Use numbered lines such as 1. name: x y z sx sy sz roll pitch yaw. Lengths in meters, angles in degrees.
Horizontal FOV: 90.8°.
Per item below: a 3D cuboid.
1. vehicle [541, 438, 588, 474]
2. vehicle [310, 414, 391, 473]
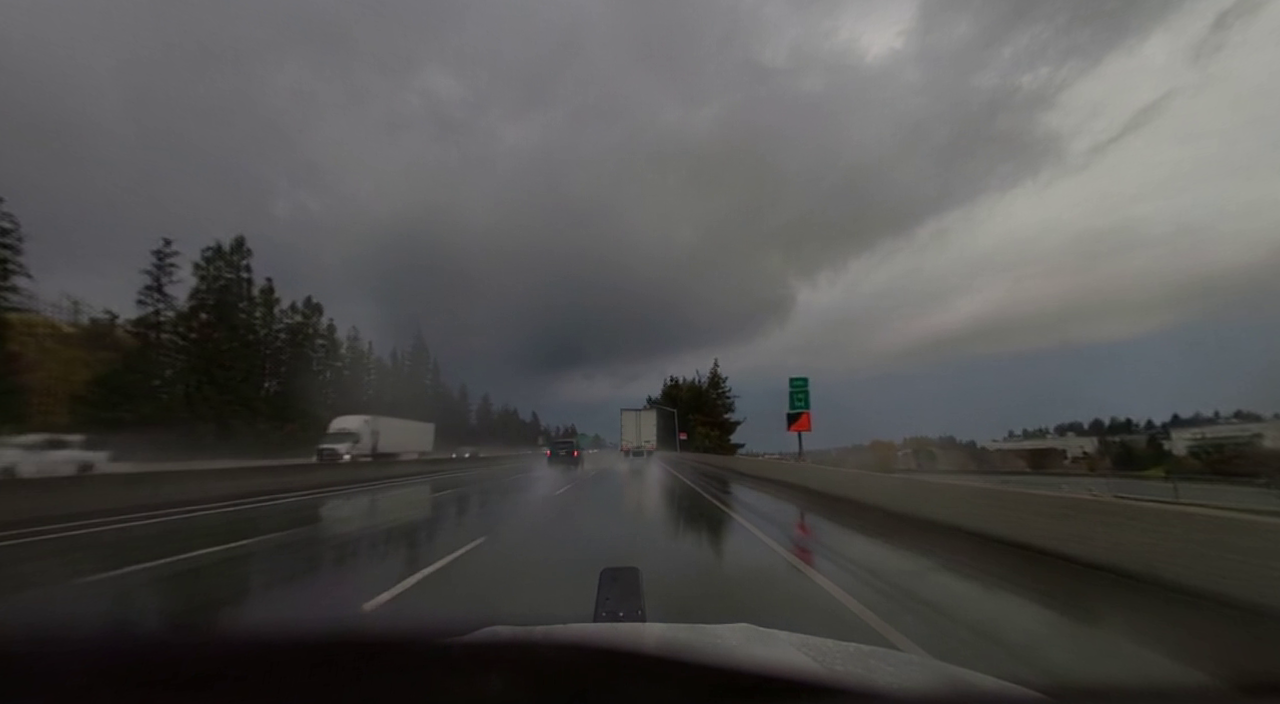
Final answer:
1. vehicle: -4.183 5.839 35.574 2.139 1.925 4.312 0 -9 -1
2. vehicle: -20.850 6.668 45.865 3.033 3.995 5.883 0 -9 -1
